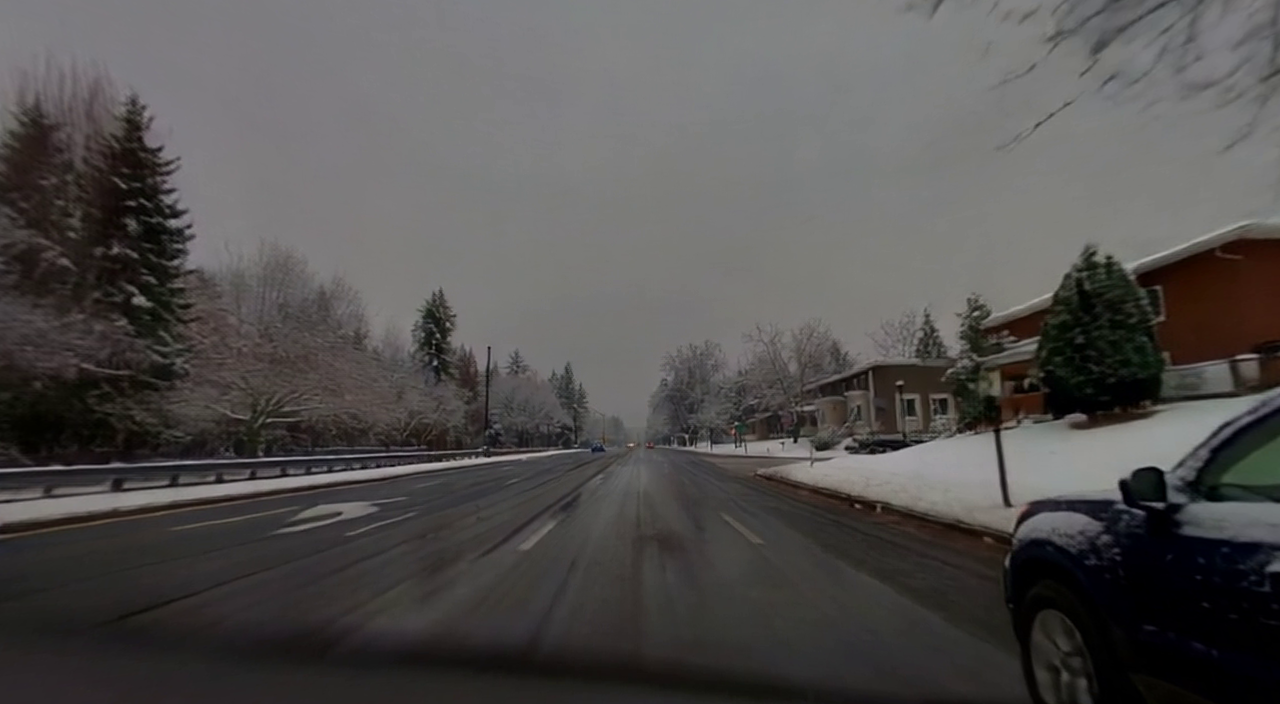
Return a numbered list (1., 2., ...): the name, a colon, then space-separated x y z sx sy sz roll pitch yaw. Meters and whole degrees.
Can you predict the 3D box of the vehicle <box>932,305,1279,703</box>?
1. vehicle: 2.944 0.722 1.702 2.047 1.768 4.607 0 -9 0
